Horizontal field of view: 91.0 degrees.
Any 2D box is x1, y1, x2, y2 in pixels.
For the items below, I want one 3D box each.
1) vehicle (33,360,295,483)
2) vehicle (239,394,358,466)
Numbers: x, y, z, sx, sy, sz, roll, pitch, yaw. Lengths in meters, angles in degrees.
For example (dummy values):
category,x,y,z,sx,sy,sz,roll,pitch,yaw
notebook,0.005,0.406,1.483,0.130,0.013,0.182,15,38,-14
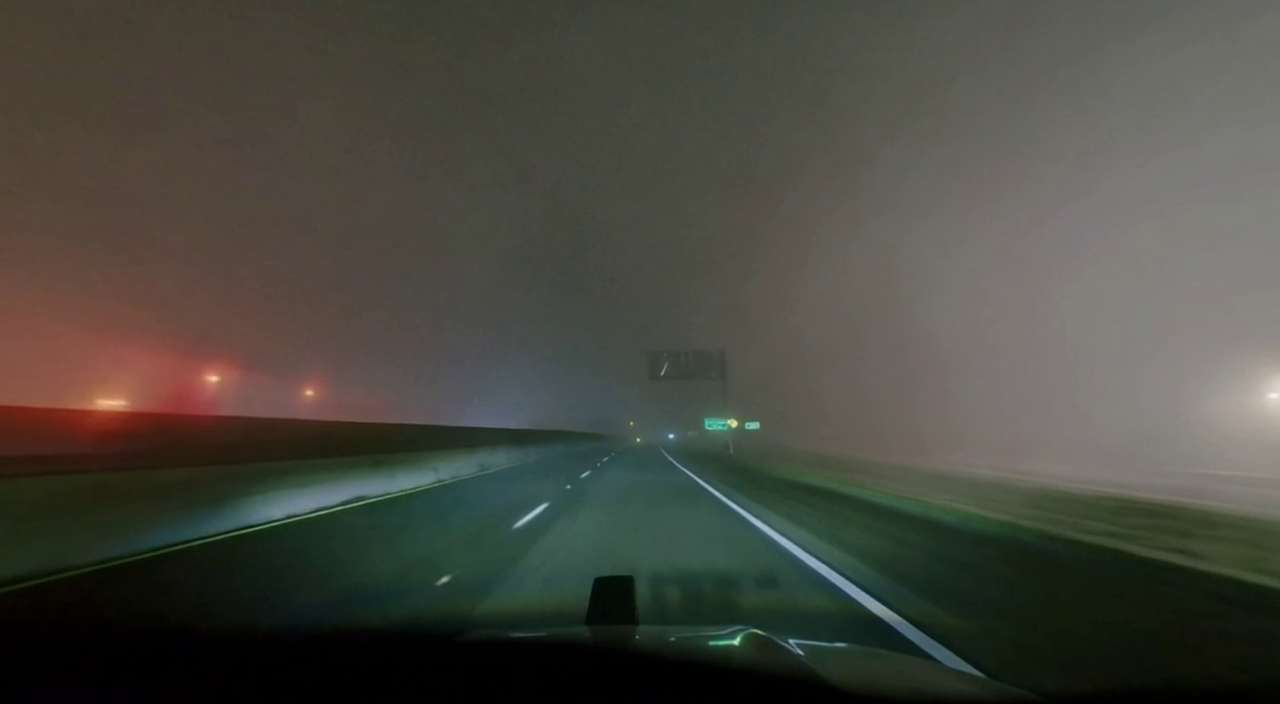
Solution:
category,x,y,z,sx,sy,sz,roll,pitch,yaw
vehicle,-20.580,3.338,28.826,3.021,4.464,11.262,-1,-8,1
vehicle,-20.565,4.849,38.617,2.832,3.938,7.643,-1,-8,1
